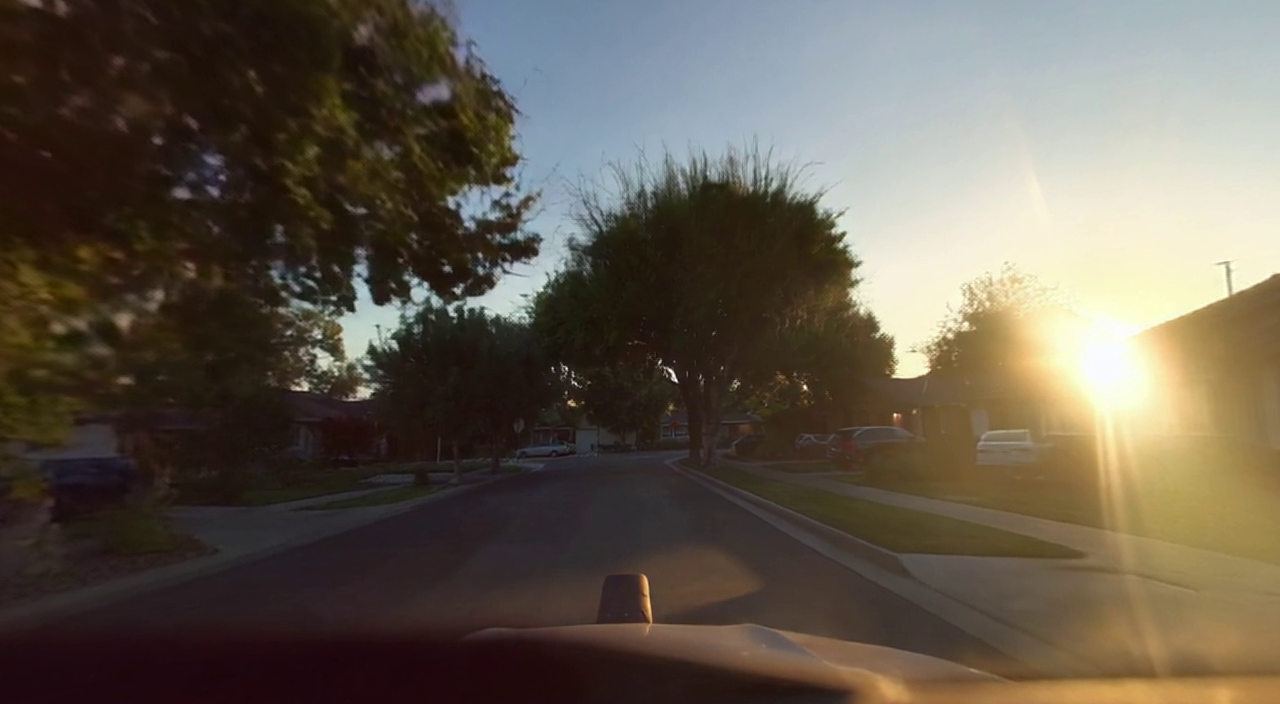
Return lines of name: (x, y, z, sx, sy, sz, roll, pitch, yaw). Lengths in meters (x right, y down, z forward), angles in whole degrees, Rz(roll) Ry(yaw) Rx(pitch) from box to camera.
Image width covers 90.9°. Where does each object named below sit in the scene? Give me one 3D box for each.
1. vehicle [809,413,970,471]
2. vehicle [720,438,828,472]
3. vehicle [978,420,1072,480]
vehicle: (9.575, 3.545, 24.556, 5.239, 1.933, 2.131, -2, -10, -2)
vehicle: (5.734, 4.459, 27.312, 4.229, 1.402, 1.811, 0, -8, 0)
vehicle: (11.424, 2.850, 18.547, 2.004, 1.511, 4.494, -6, -10, 34)
